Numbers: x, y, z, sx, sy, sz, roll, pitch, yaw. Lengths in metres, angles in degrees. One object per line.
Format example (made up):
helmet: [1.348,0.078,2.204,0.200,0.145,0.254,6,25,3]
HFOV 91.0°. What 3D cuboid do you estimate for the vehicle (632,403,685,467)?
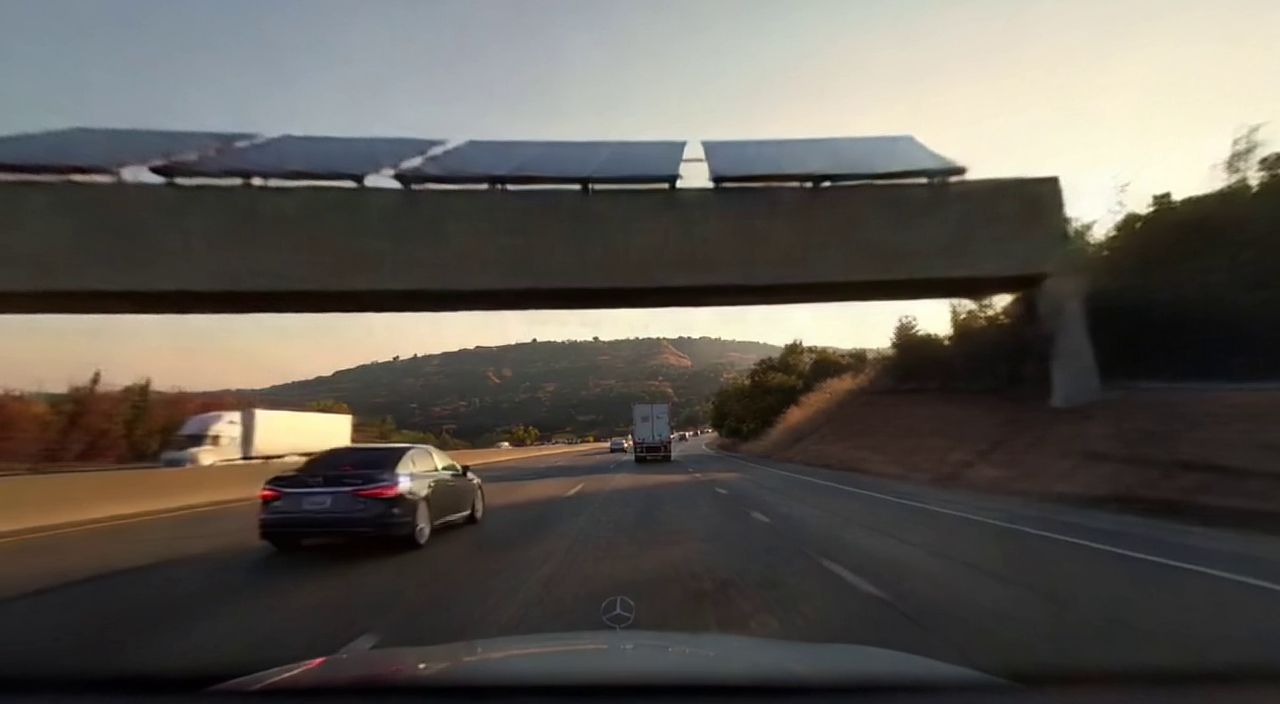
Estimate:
vehicle: [1.094,5.432,40.764,2.967,3.633,10.015,-1,-8,1]

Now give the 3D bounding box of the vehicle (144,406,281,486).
vehicle: [-22.683,5.037,33.891,2.926,3.855,6.060,-1,-8,1]

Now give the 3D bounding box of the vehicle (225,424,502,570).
vehicle: [-3.542,1.920,9.170,2.066,1.581,4.268,0,-8,0]
